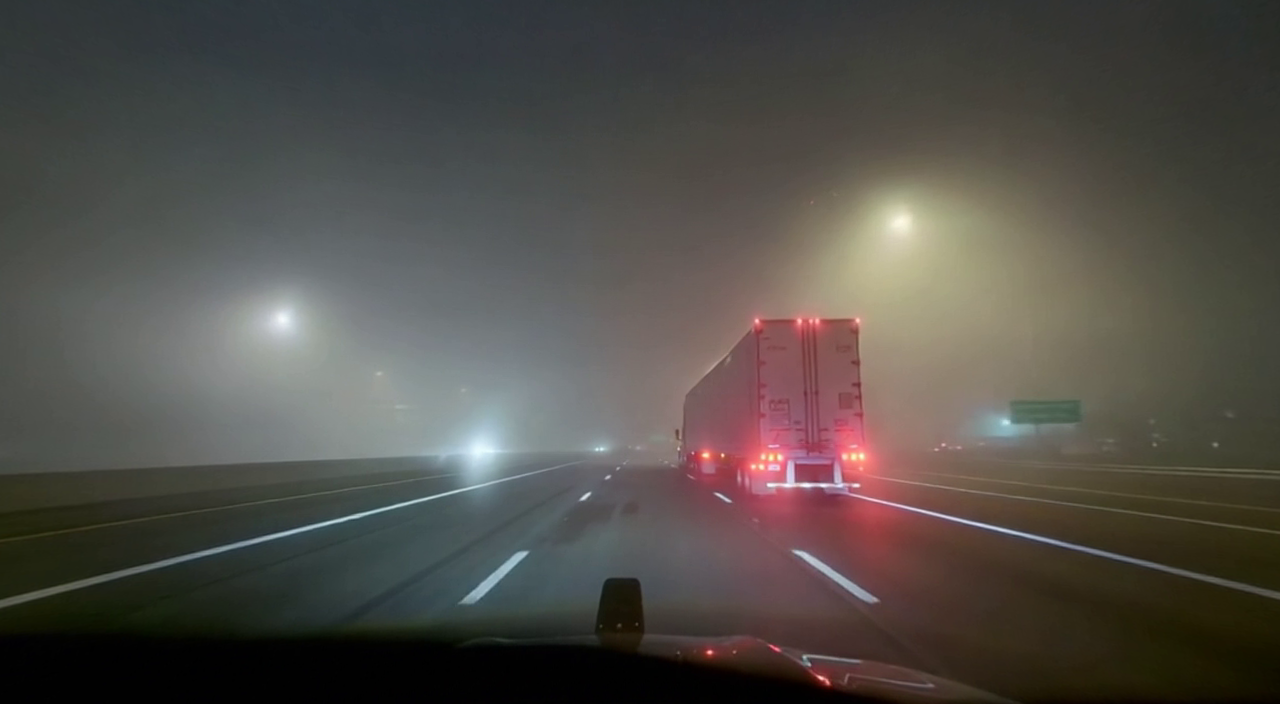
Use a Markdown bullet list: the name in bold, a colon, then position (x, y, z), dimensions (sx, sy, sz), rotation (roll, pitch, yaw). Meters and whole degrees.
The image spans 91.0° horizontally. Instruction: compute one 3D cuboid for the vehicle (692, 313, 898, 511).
- **vehicle**: position (3.868, 2.412, 21.178), dimensions (2.949, 4.149, 16.046), rotation (0, -9, 0)
